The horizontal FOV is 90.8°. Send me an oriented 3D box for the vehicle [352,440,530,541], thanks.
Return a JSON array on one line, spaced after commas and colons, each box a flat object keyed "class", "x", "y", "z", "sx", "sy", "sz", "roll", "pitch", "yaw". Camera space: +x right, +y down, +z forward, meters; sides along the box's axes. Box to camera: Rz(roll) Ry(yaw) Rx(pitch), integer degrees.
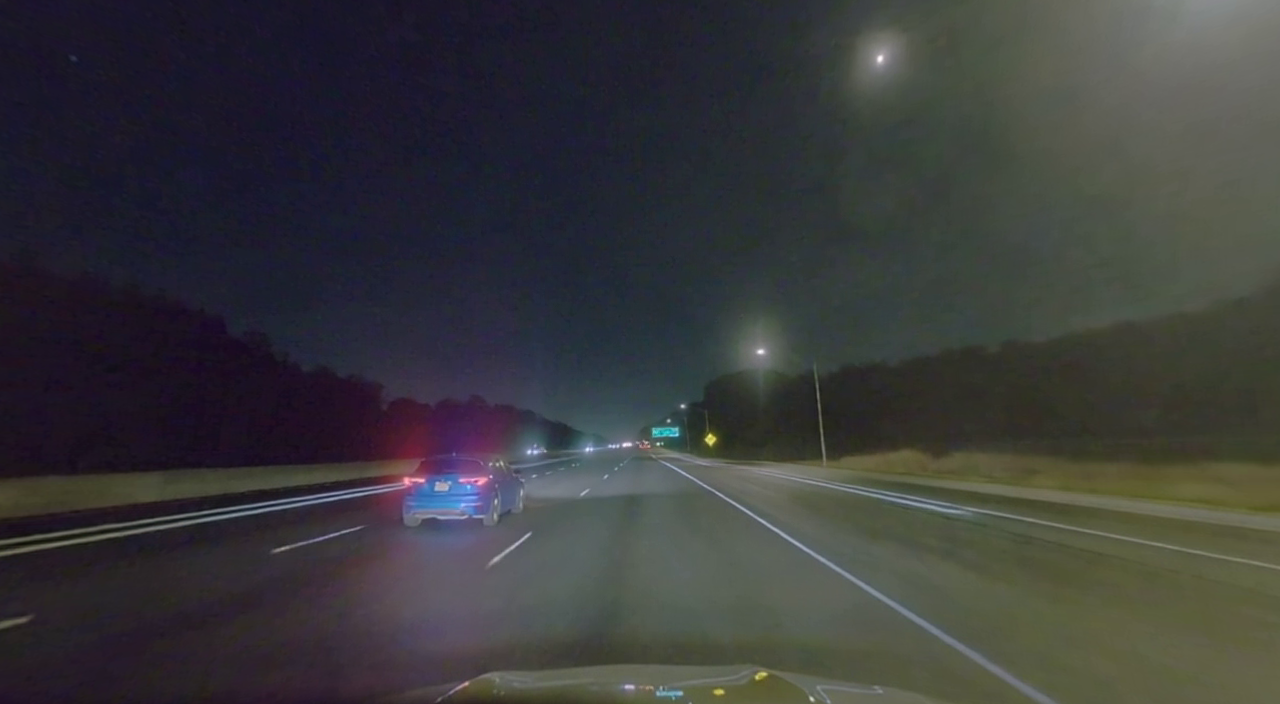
[{"class": "vehicle", "x": -3.311, "y": 2.357, "z": 11.360, "sx": 1.935, "sy": 1.479, "sz": 3.787, "roll": 0, "pitch": -9, "yaw": 0}]
